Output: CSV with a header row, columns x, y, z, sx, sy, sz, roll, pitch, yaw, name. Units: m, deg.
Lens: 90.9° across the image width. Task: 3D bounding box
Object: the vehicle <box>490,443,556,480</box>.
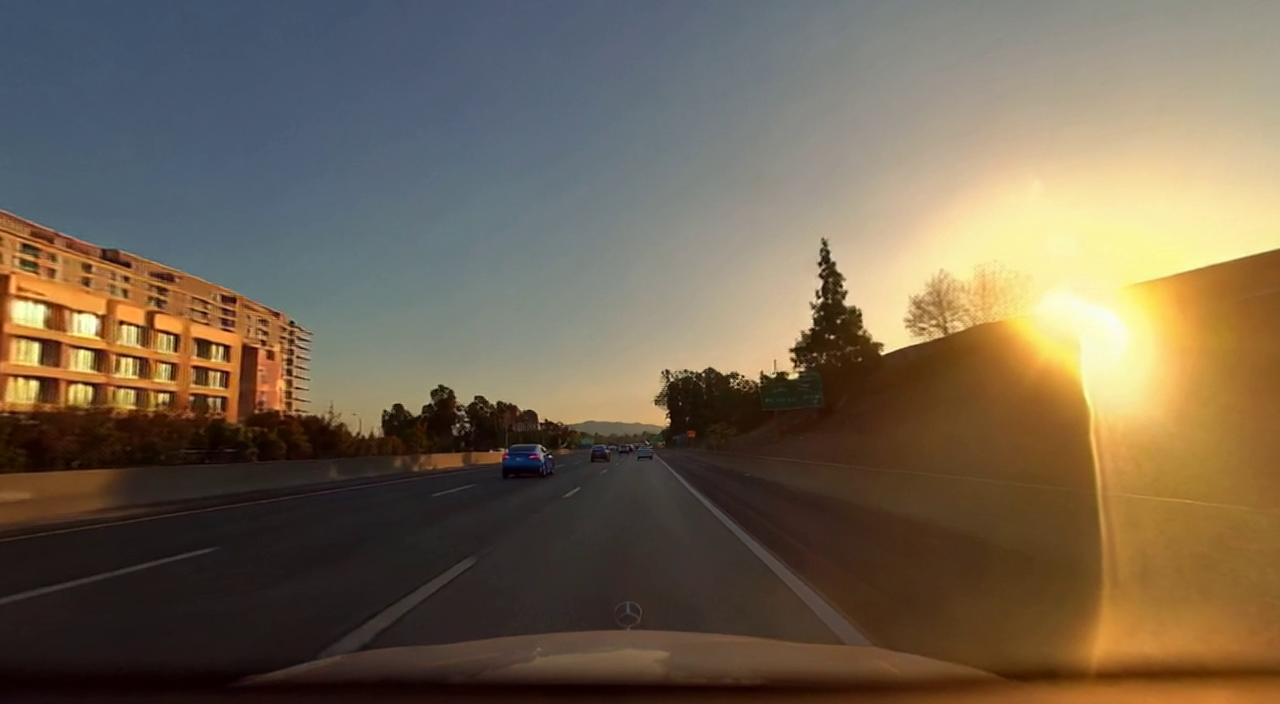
x,y,z,sx,sy,sz,roll,pitch,yaw,name
-5.130,4.845,28.220,2.083,1.471,4.350,0,-8,1,vehicle
